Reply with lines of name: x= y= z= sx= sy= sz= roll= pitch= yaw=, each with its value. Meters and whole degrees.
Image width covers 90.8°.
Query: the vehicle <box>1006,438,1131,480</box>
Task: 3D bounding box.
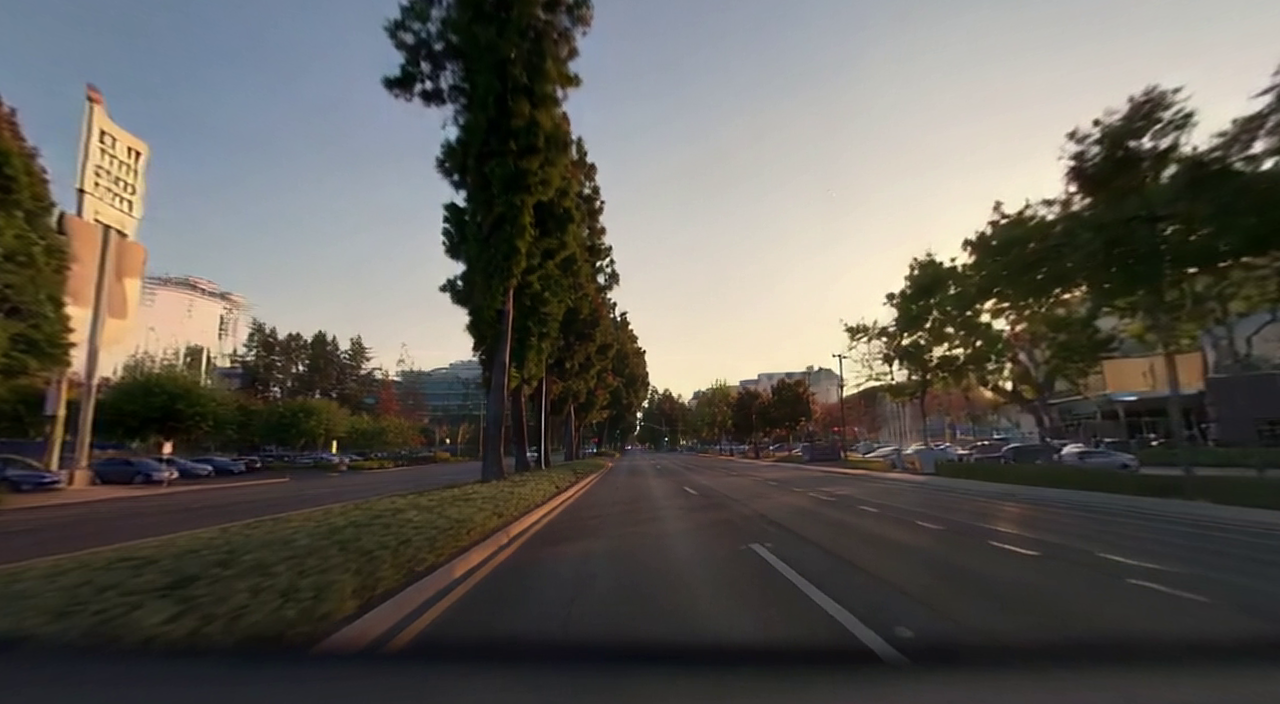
vehicle: x=18.288 y=4.508 z=26.974 sx=4.788 sy=1.660 sz=2.043 roll=3 pitch=-9 yaw=-23

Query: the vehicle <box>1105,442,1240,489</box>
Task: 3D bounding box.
vehicle: x=17.898 y=3.760 z=21.214 sx=4.496 sy=1.423 sz=1.700 roll=4 pitch=-10 yaw=-27

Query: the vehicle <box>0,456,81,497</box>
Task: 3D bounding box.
vehicle: x=-26.806 y=5.257 z=26.814 sx=4.193 sy=1.585 sz=1.956 roll=0 pitch=-8 yaw=0
